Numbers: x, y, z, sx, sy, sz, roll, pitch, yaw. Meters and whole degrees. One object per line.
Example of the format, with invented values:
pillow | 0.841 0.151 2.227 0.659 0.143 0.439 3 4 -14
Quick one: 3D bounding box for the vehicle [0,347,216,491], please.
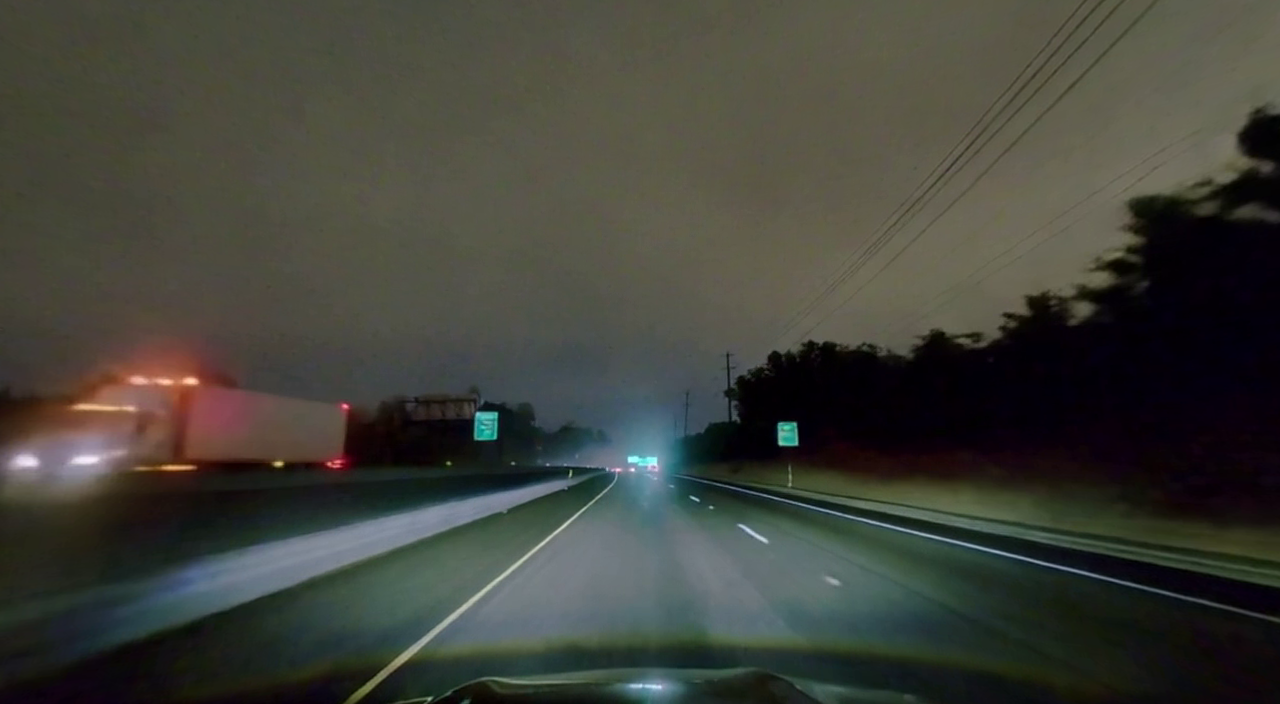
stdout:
vehicle | -17.130 2.311 20.059 2.964 3.921 5.816 1 -10 -1
